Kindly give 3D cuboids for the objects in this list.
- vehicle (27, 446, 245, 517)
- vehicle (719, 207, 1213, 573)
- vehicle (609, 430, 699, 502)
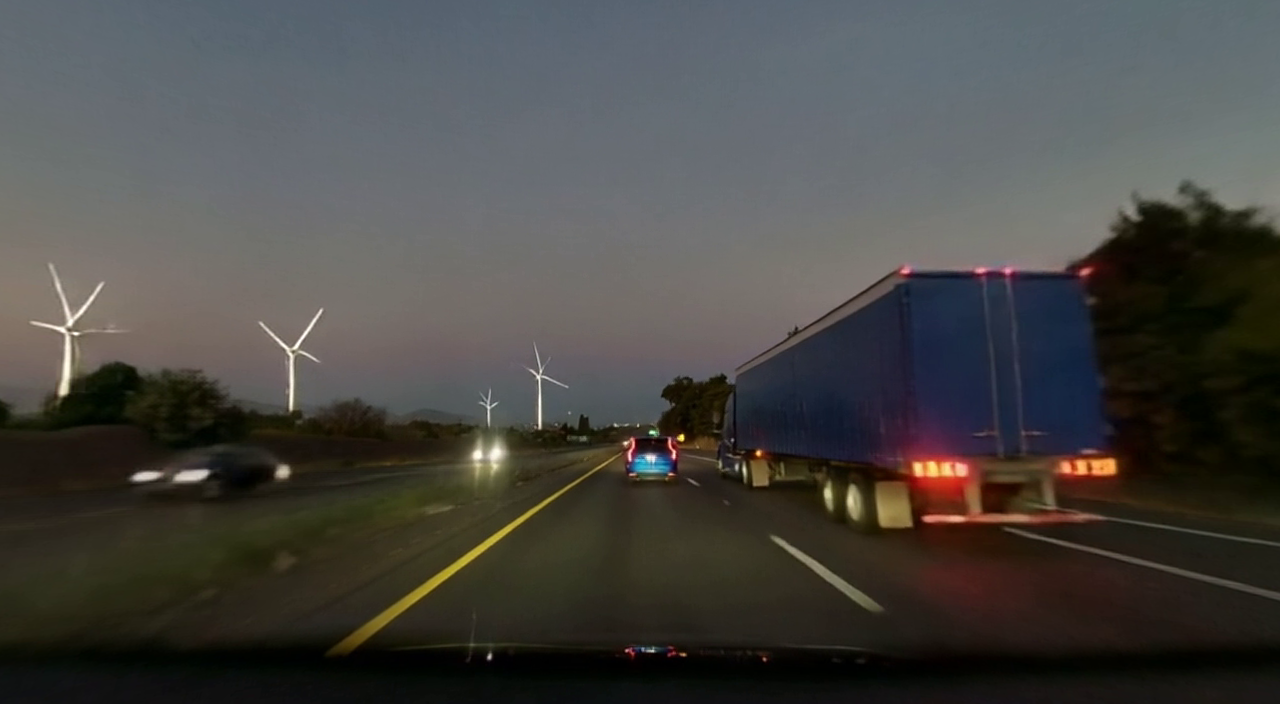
[{"bbox_3d":[-12.653,3.211,16.278,1.889,1.480,4.553,0,-8,0],"label":"vehicle"},{"bbox_3d":[4.534,1.331,14.508,3.129,4.126,14.913,0,-8,-1],"label":"vehicle"},{"bbox_3d":[0.298,2.891,16.524,2.038,1.624,4.312,0,-8,0],"label":"vehicle"}]
